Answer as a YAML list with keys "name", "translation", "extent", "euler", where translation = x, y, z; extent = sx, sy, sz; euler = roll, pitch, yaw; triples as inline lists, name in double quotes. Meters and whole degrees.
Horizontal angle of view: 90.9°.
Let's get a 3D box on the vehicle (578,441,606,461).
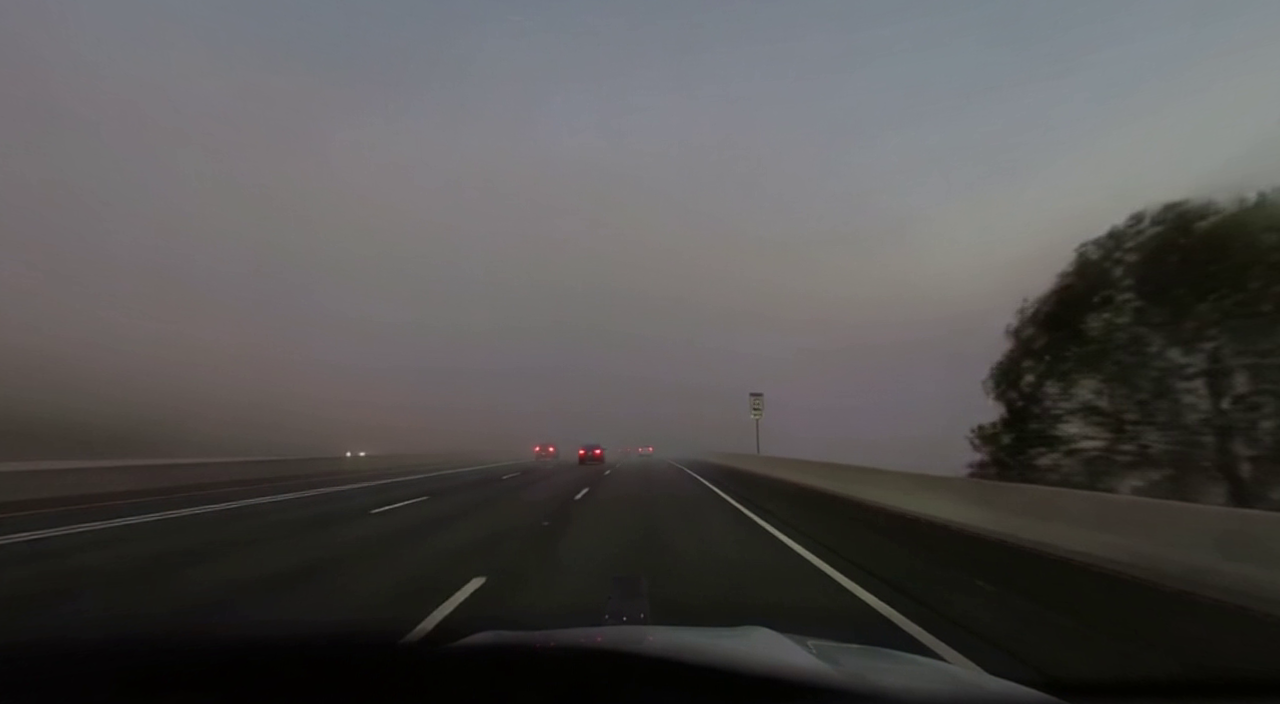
- name: "vehicle"
  translation: [-3.568, 7.470, 47.724]
  extent: [1.786, 1.488, 4.023]
  euler: [0, -8, 0]
